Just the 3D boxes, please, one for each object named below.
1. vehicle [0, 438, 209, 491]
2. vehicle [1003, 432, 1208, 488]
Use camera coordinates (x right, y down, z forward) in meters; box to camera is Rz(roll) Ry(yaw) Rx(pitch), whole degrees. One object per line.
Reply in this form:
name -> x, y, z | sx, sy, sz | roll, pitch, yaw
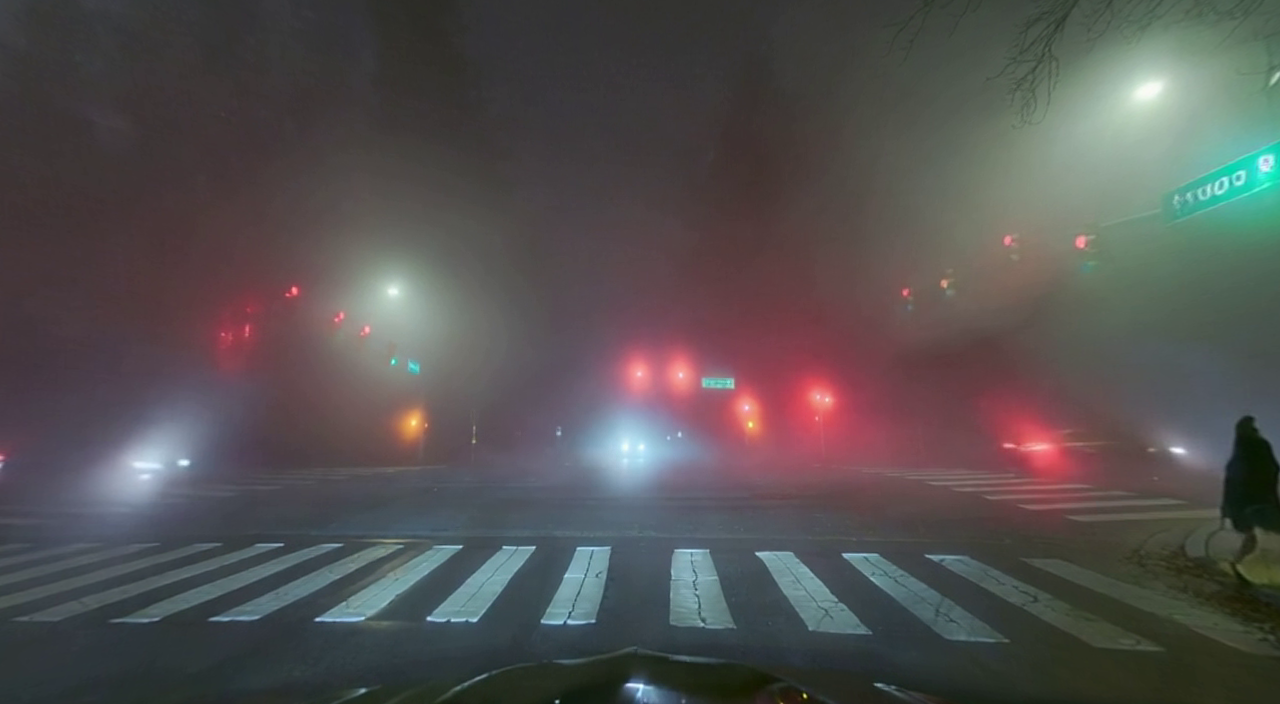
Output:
vehicle -> -16.045, 3.358, 19.029 | 4.698, 1.466, 1.883 | 0, -9, 1
vehicle -> 13.634, 3.176, 18.732 | 4.502, 1.512, 1.917 | 0, -9, 0
